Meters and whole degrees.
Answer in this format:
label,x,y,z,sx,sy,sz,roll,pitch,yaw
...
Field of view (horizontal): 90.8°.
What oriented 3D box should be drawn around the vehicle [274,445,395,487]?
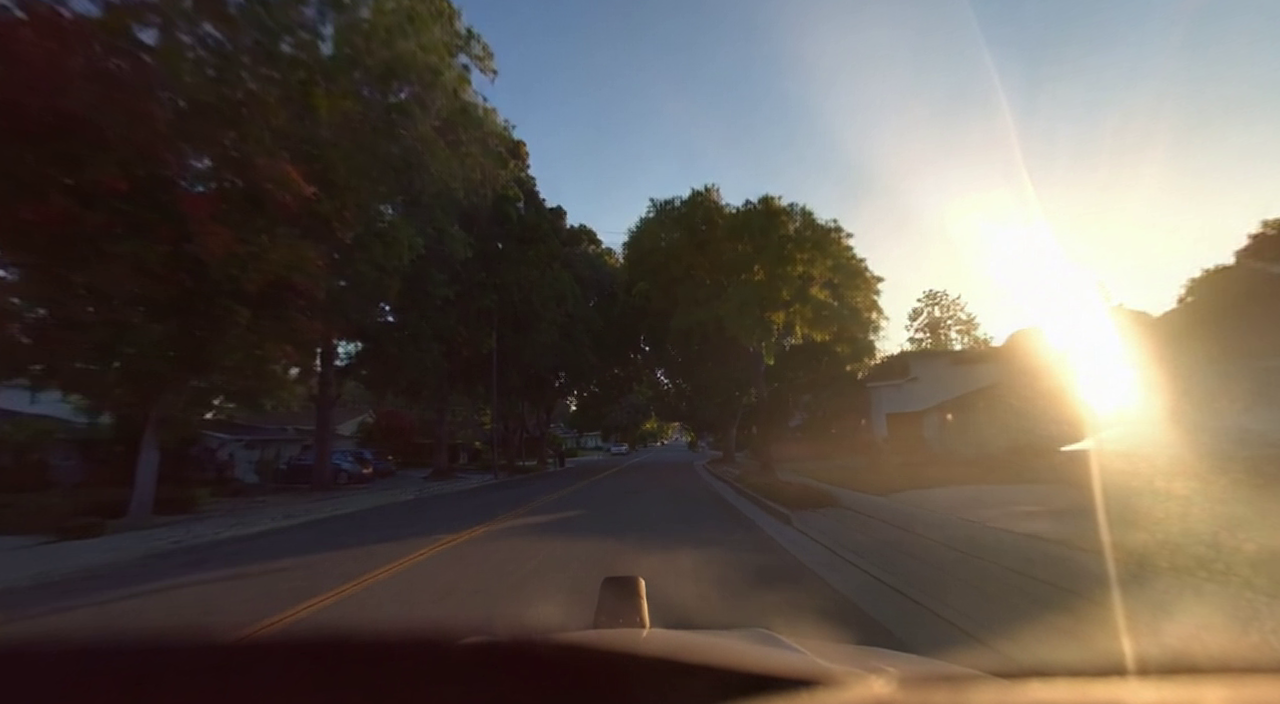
label,x,y,z,sx,sy,sz,roll,pitch,yaw
vehicle,-13.589,5.082,28.347,4.370,1.761,1.901,1,-9,-6
